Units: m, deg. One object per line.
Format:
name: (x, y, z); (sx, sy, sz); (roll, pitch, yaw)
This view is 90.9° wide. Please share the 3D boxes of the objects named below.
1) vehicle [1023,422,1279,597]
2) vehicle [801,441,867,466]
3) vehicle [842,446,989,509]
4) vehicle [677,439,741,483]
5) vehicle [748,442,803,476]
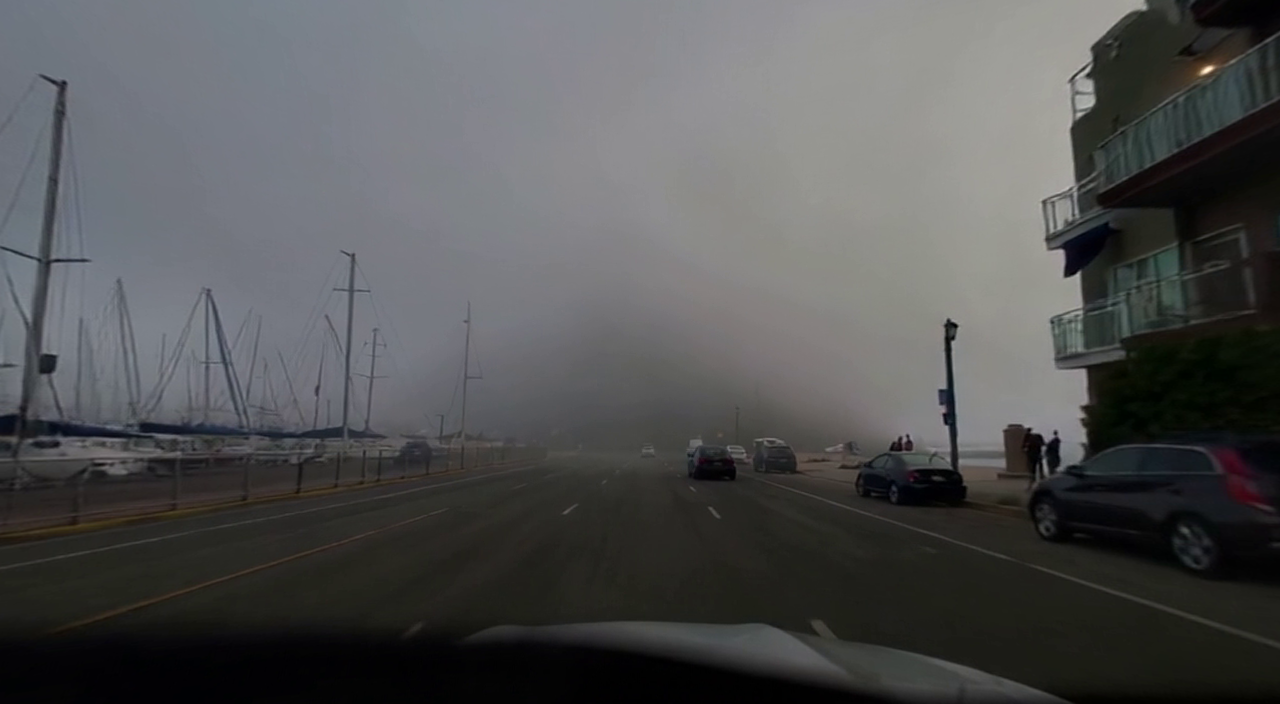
vehicle: (7.370, 1.861, 8.239); (1.901, 1.726, 4.517); (-1, -9, 1)
vehicle: (14.845, 7.762, 48.413); (4.406, 1.783, 2.020); (2, -8, -4)
vehicle: (7.502, 3.432, 17.739); (2.112, 1.514, 4.371); (0, -9, -1)
vehicle: (2.713, 4.405, 25.787); (2.047, 1.640, 4.051); (0, -9, -1)
vehicle: (7.501, 5.946, 35.394); (2.029, 1.750, 4.825); (0, -9, 0)
